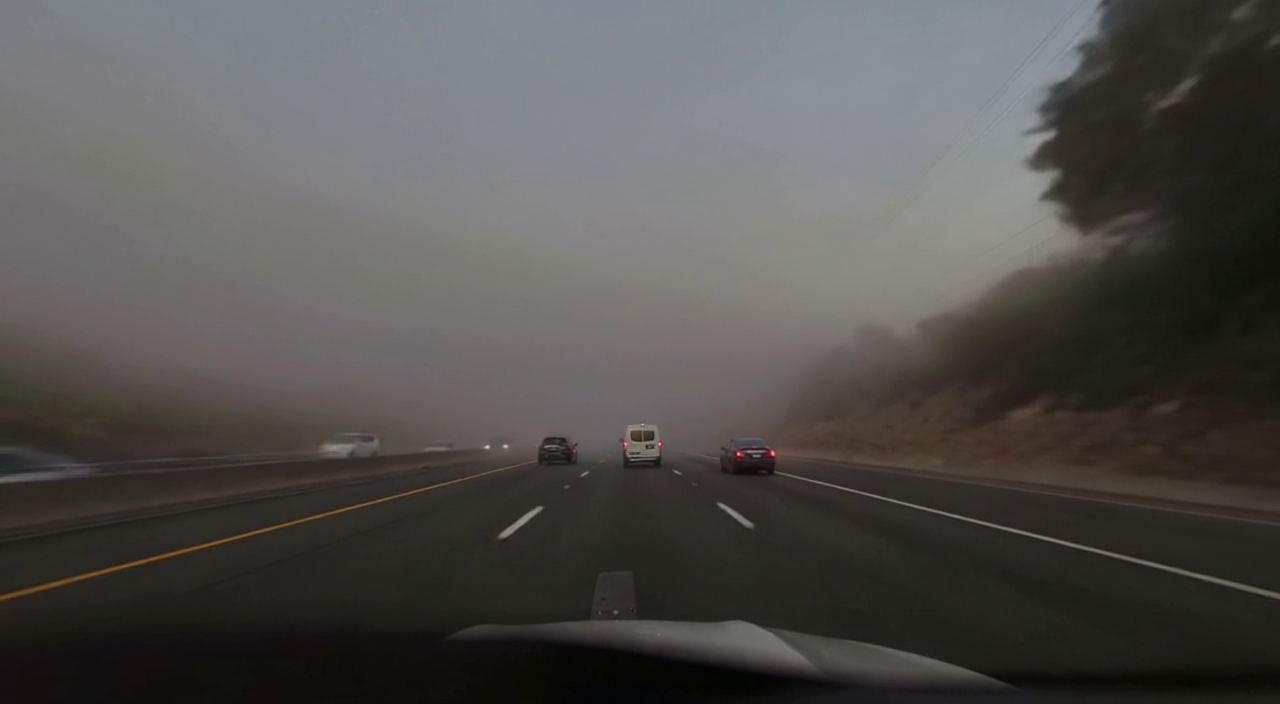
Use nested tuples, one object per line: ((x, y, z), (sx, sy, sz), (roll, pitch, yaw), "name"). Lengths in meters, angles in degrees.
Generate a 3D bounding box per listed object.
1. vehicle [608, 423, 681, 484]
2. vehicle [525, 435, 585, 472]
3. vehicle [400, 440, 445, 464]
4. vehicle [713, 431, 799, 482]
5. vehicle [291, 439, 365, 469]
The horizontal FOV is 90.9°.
((0.088, 3.320, 21.019), (2.159, 1.811, 4.238), (0, -8, -1), "vehicle")
((-3.756, 4.541, 28.601), (2.093, 1.517, 4.648), (0, -8, 0), "vehicle")
((-14.885, 6.837, 43.297), (1.806, 1.476, 3.868), (0, -8, -2), "vehicle")
((3.889, 3.556, 21.937), (1.923, 1.562, 4.691), (0, -8, -2), "vehicle")
((-18.789, 6.127, 38.224), (2.050, 1.716, 4.775), (0, -8, -1), "vehicle")
